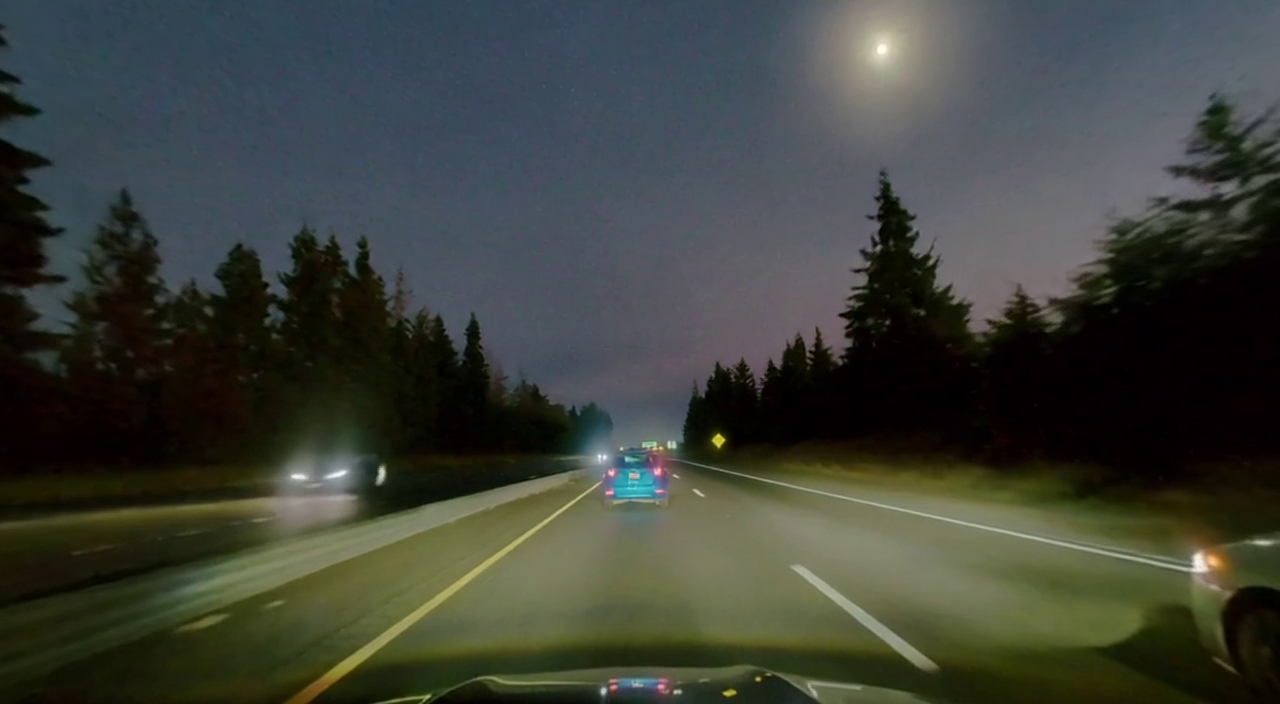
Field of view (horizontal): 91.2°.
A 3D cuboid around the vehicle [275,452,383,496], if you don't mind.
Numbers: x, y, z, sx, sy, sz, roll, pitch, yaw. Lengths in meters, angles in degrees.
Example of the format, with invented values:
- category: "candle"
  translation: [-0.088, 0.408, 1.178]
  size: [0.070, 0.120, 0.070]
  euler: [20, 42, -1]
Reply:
- category: "vehicle"
  translation: [-12.667, 4.961, 25.884]
  size: [1.919, 1.566, 4.476]
  euler: [-1, -9, 4]

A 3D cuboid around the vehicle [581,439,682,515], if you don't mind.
- category: "vehicle"
  translation: [-0.171, 2.908, 15.089]
  size: [2.083, 1.548, 4.251]
  euler: [-1, -9, 0]

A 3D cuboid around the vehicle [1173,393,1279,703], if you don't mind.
- category: "vehicle"
  translation: [3.816, 0.705, 1.146]
  size: [2.021, 1.533, 4.014]
  euler: [0, -9, -2]
